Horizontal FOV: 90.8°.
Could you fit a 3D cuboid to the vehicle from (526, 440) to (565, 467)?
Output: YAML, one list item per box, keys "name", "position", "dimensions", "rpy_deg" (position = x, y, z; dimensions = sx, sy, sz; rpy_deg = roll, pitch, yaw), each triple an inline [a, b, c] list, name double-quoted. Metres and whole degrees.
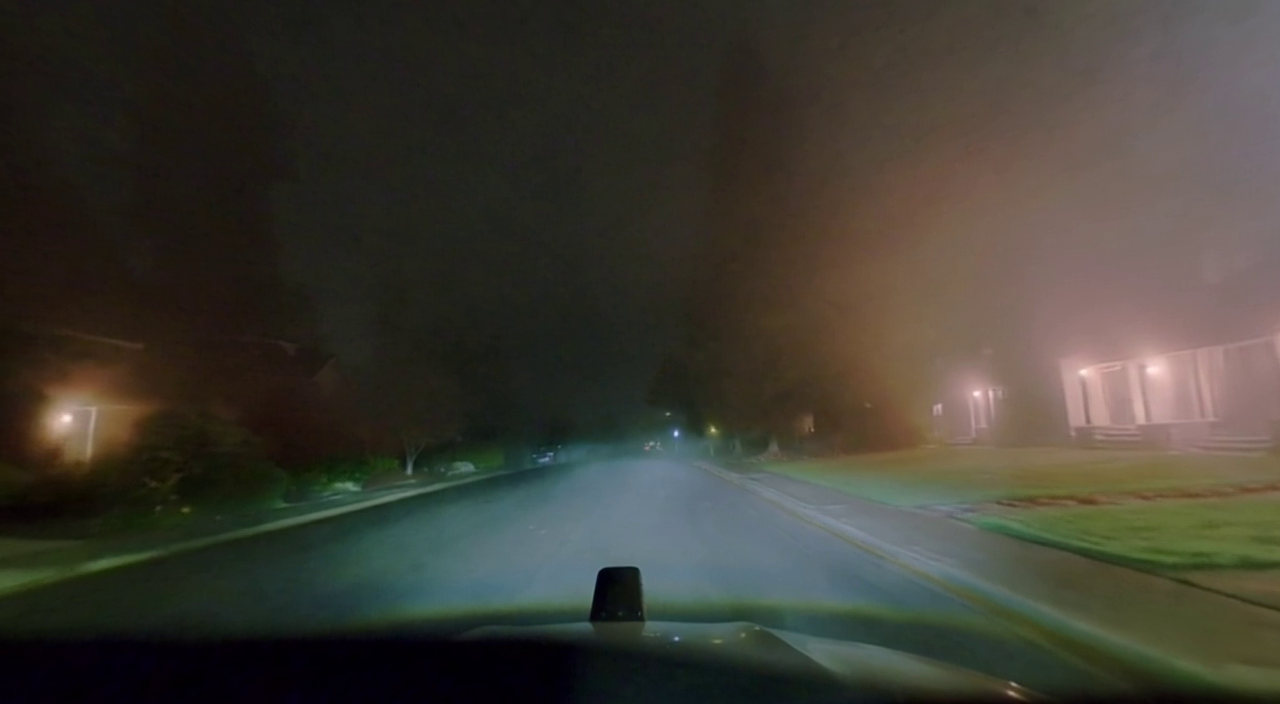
- name: "vehicle"
  position: [-6.665, 7.185, 45.034]
  dimensions: [2.078, 1.745, 5.119]
  rpy_deg: [0, -8, -1]
